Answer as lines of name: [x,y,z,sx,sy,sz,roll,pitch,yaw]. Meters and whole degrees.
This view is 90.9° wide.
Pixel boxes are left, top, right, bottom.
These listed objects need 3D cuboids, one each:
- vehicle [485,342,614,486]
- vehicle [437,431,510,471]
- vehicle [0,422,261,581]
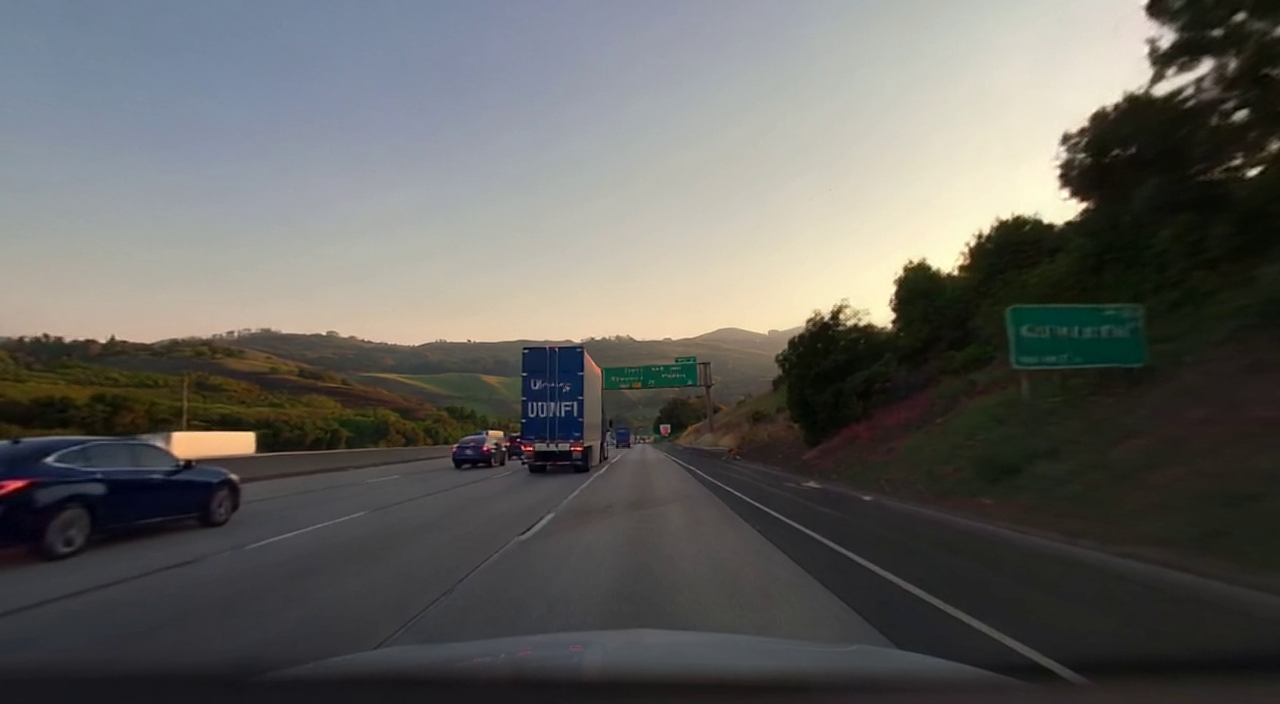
vehicle: [-3.052,2.937,27.263,3.202,4.352,16.251,0,-8,0]
vehicle: [-7.201,4.319,27.781,1.949,1.604,4.456,0,-8,0]
vehicle: [-6.998,1.647,7.646,1.911,1.494,4.555,-1,-8,1]
